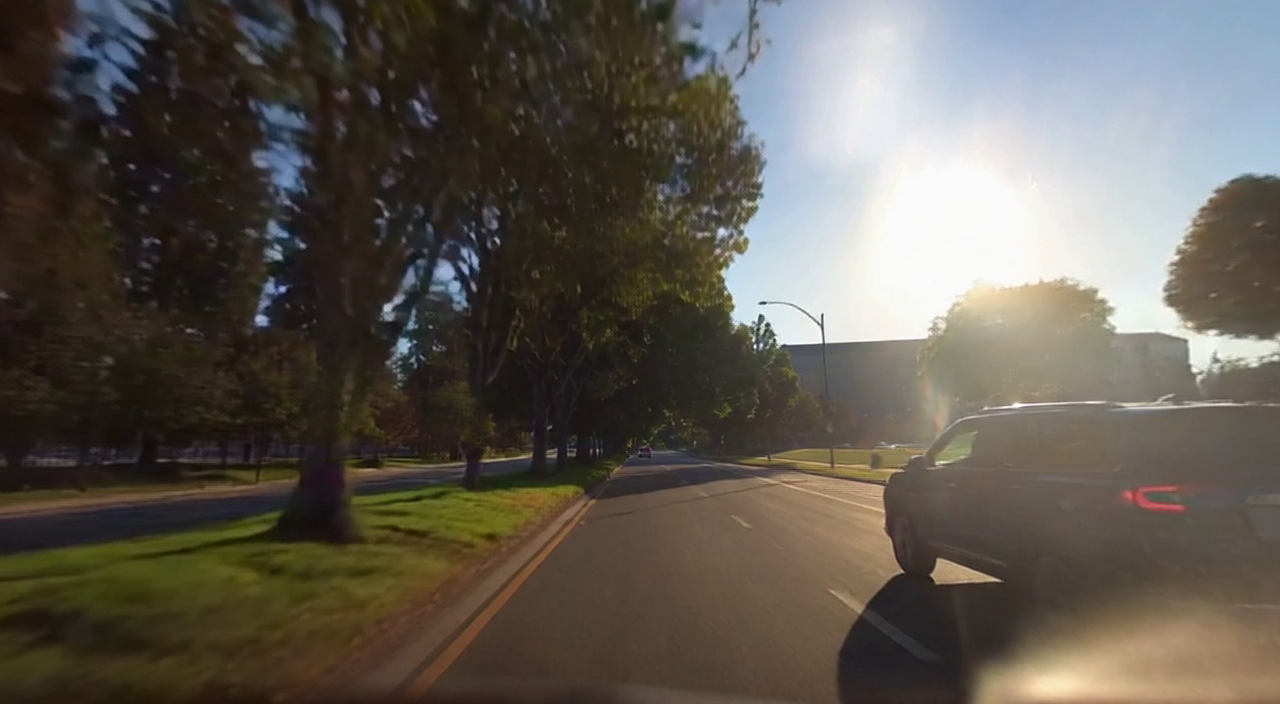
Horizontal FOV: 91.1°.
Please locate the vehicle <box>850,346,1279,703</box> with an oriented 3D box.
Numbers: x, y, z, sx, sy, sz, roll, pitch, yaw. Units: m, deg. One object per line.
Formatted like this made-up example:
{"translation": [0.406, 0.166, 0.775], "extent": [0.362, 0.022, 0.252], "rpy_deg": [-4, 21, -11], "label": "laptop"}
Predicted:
{"translation": [3.615, 1.210, 5.047], "extent": [2.087, 1.759, 5.040], "rpy_deg": [0, -8, 0], "label": "vehicle"}
